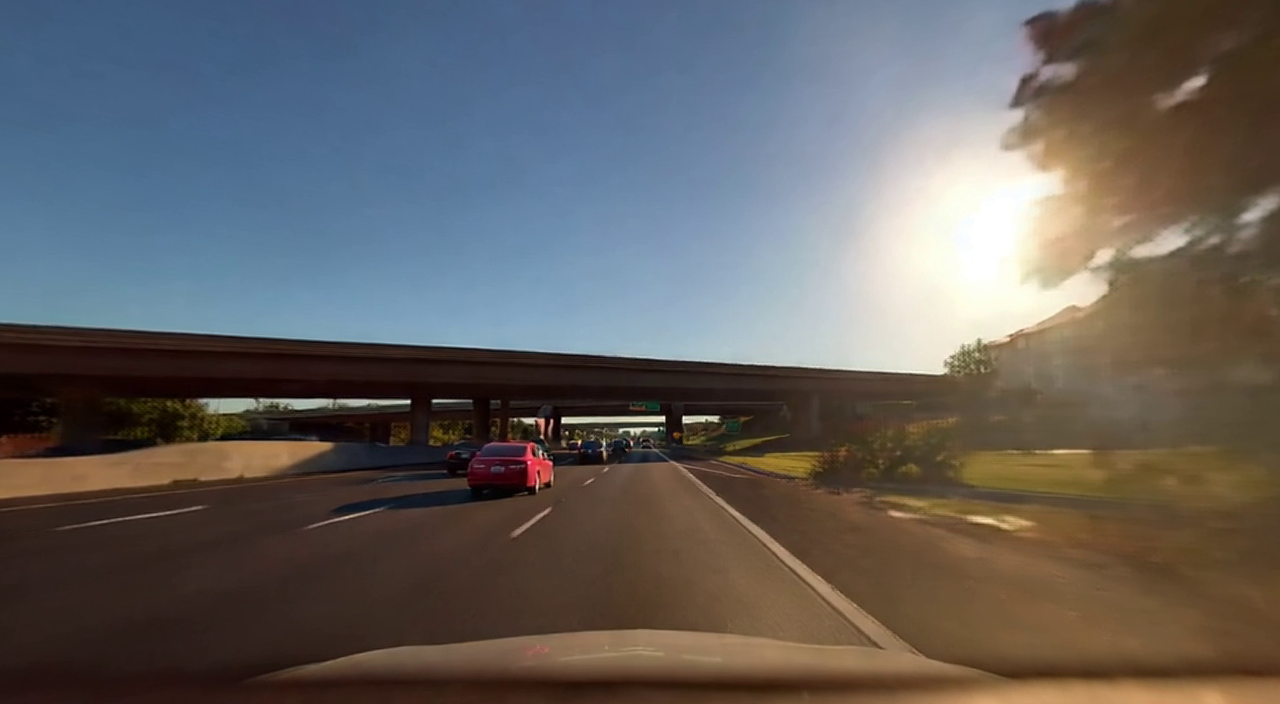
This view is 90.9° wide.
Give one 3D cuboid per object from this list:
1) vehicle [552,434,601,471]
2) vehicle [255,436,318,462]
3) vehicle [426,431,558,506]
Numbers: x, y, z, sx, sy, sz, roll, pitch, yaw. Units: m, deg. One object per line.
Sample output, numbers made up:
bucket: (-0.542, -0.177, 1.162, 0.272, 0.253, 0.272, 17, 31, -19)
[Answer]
vehicle: (-3.299, 5.315, 33.600, 2.080, 1.811, 4.644, 0, -8, 1)
vehicle: (-24.652, 6.781, 44.191, 1.839, 1.700, 4.364, 0, -8, 0)
vehicle: (-3.548, 2.903, 16.169, 2.210, 1.628, 4.586, 0, -8, 1)
